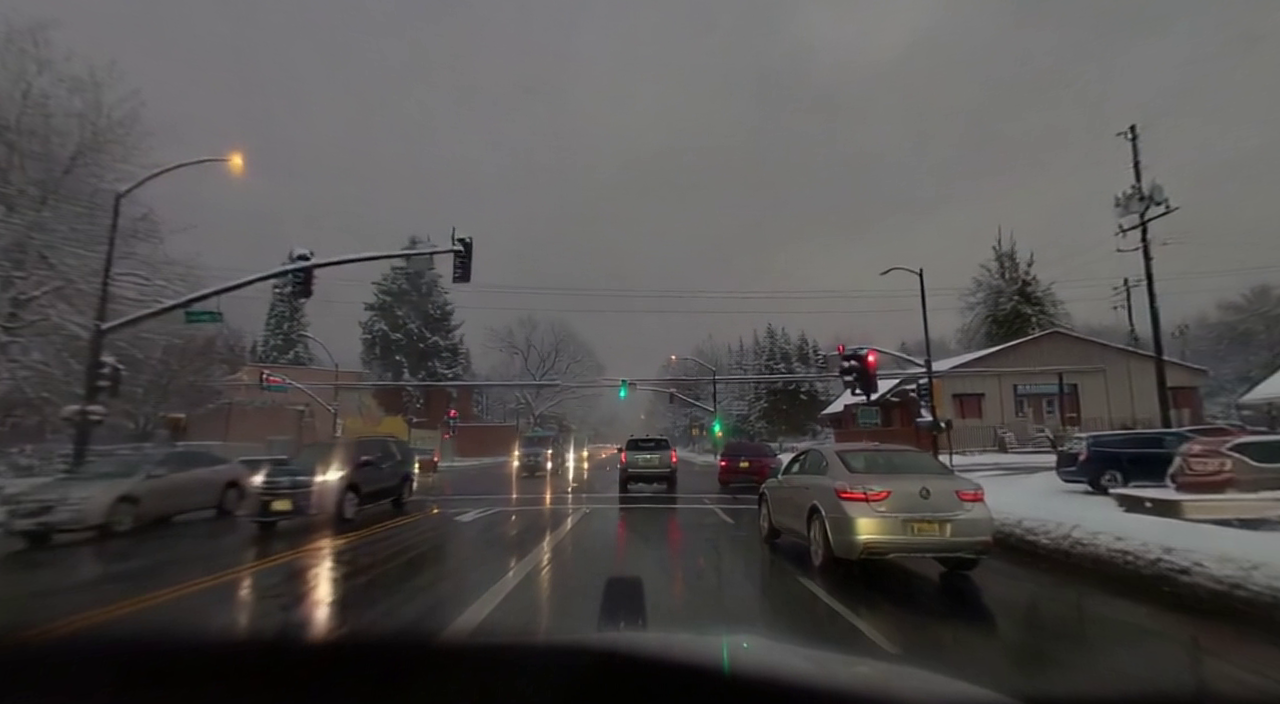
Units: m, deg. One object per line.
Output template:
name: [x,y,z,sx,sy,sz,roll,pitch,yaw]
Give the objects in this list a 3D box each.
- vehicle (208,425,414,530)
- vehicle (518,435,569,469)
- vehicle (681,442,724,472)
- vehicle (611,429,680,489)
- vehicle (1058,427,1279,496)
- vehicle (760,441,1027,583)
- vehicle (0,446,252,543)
vehicle: [-6.656,2.554,13.422,1.957,1.836,4.434,0,-8,0]
vehicle: [-6.156,6.440,40.659,2.374,2.031,5.737,0,-8,0]
vehicle: [3.733,6.346,38.211,2.138,1.729,4.178,0,-8,-1]
vehicle: [0.166,3.846,22.918,2.296,1.947,4.168,0,-8,0]
vehicle: [13.597,2.743,15.890,4.507,1.610,2.045,0,-8,0]
vehicle: [3.123,2.028,8.923,1.900,1.478,4.425,0,-8,-1]
vehicle: [-10.380,2.713,12.761,1.943,1.552,4.670,0,-8,0]
